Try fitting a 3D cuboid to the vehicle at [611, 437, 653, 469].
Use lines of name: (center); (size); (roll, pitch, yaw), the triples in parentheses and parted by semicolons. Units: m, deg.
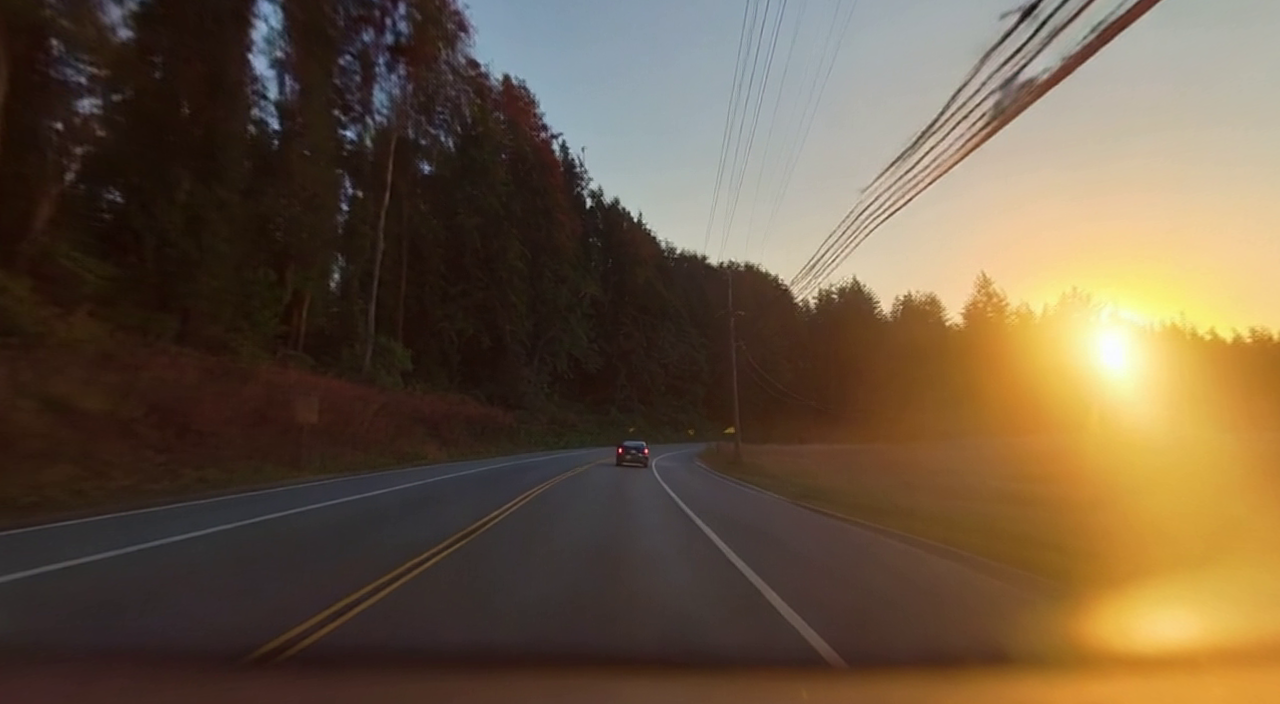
vehicle: (-0.347, 5.378, 33.852); (2.059, 1.524, 3.963); (1, -8, 2)
